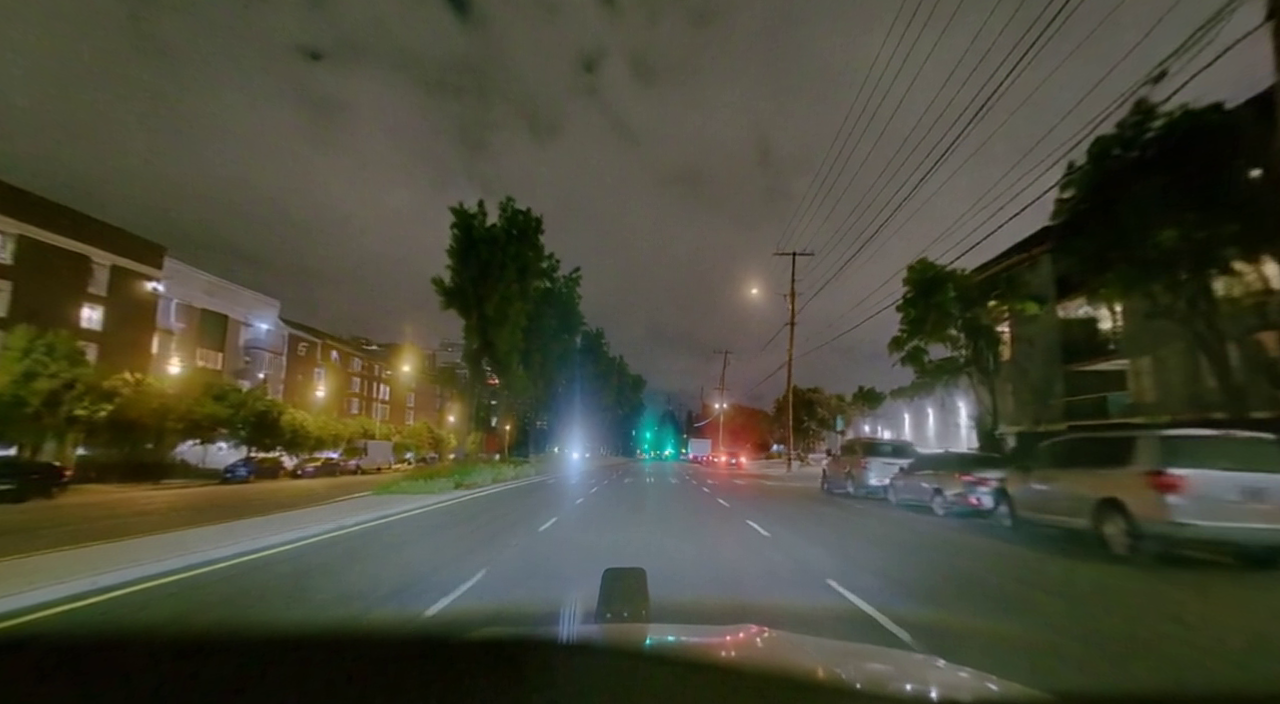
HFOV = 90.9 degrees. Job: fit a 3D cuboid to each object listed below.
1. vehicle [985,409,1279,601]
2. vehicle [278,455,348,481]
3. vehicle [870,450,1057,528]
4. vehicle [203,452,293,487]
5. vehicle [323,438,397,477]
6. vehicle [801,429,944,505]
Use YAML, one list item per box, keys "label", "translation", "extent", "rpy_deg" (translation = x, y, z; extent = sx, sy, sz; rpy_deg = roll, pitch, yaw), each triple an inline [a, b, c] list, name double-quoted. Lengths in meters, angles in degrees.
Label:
- label: "vehicle"
  translation: [6.919, 1.807, 8.402]
  extent: [1.998, 1.819, 4.621]
  rpy_deg: [0, -8, 0]
- label: "vehicle"
  translation: [-21.954, 7.788, 42.561]
  extent: [2.004, 1.586, 4.962]
  rpy_deg: [0, -8, 0]
- label: "vehicle"
  translation: [6.821, 2.885, 13.910]
  extent: [1.896, 1.399, 4.196]
  rpy_deg: [0, -8, 0]
- label: "vehicle"
  translation: [-22.258, 6.658, 36.044]
  extent: [2.116, 1.813, 4.674]
  rpy_deg: [0, -8, 0]
- label: "vehicle"
  translation: [-21.984, 8.301, 49.967]
  extent: [2.397, 2.865, 7.296]
  rpy_deg: [0, -8, 1]
- label: "vehicle"
  translation: [7.106, 3.572, 20.217]
  extent: [2.197, 2.019, 6.225]
  rpy_deg: [0, -8, 0]
